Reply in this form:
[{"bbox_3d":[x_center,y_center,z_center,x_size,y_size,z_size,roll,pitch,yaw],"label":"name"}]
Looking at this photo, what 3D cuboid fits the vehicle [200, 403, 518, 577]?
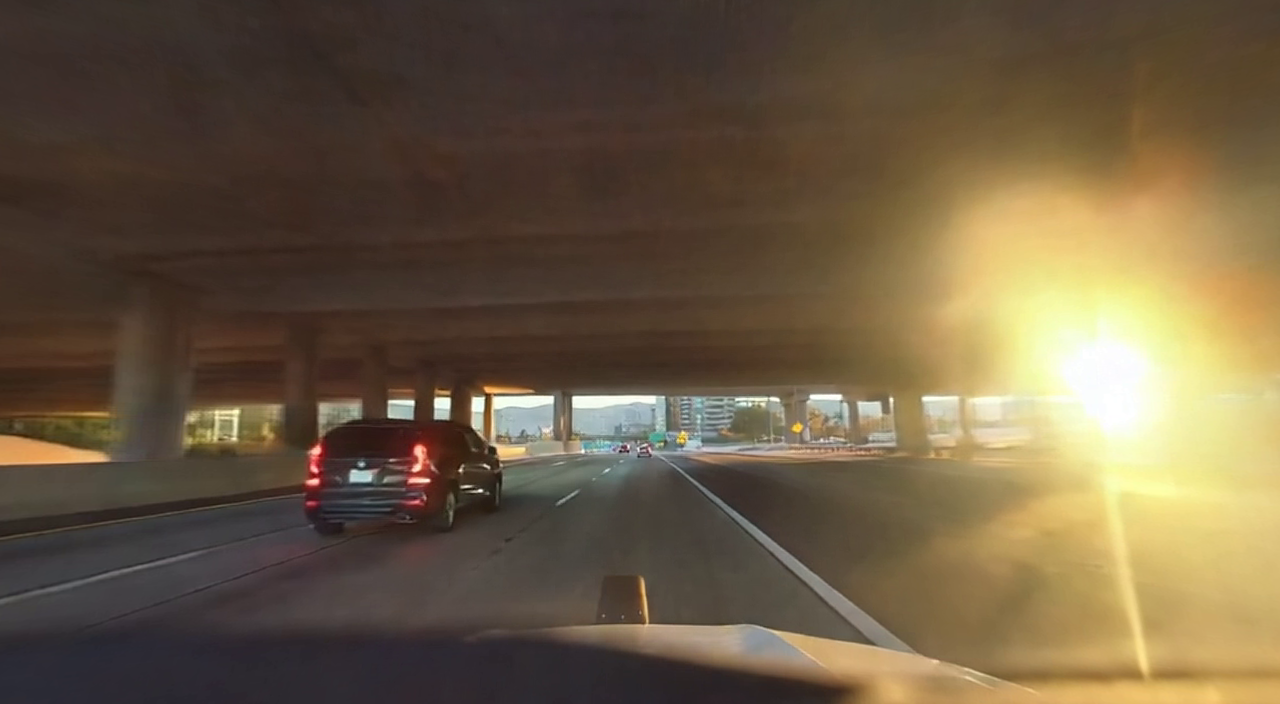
[{"bbox_3d":[-3.283,1.729,8.700,2.203,1.734,4.600,0,-9,1],"label":"vehicle"}]
